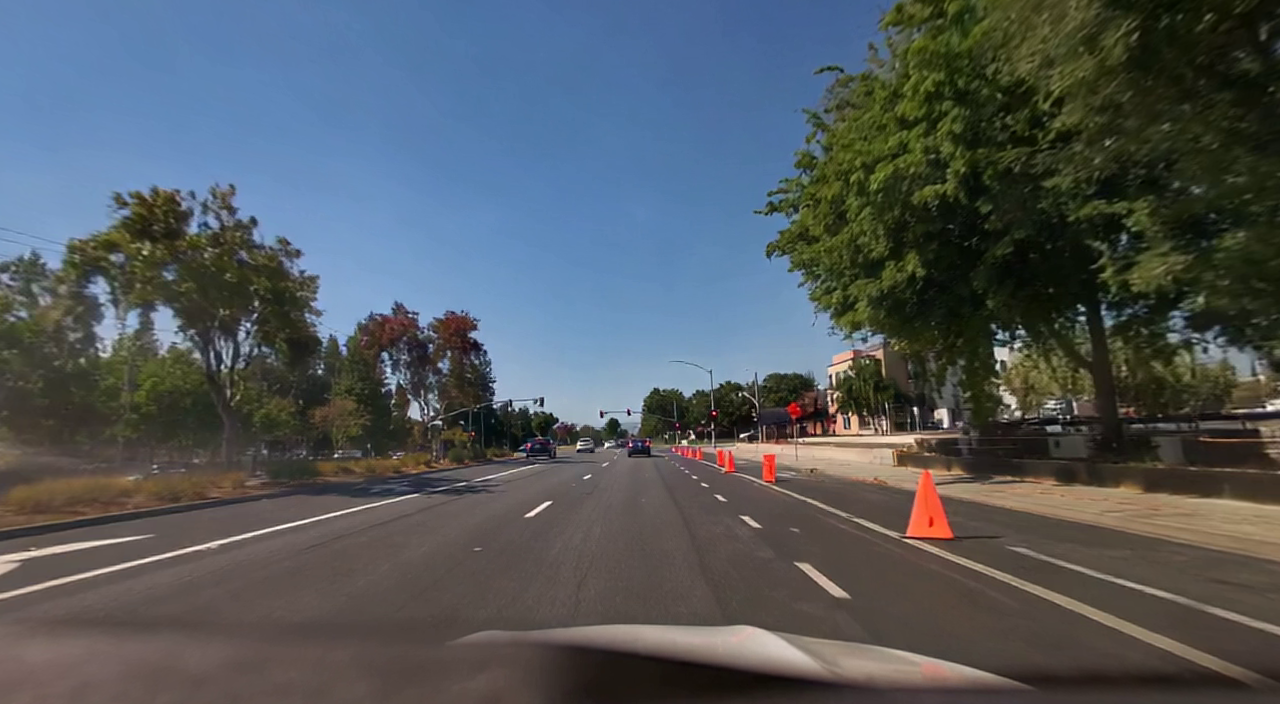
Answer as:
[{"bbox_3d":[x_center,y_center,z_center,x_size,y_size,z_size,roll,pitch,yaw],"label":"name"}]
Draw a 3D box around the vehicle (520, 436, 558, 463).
[{"bbox_3d":[-6.423,6.252,40.594,1.869,1.570,4.064,0,-8,-2],"label":"vehicle"}]
